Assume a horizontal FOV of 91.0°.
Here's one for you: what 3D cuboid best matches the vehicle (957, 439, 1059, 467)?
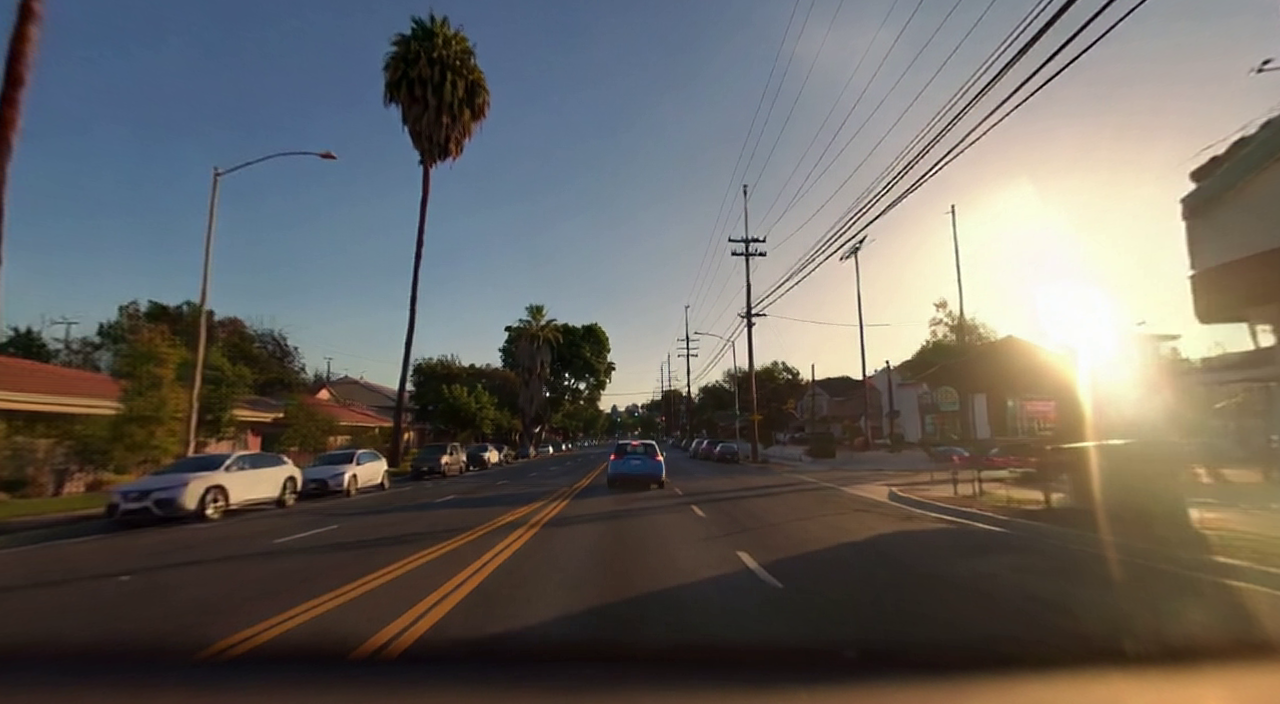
[{"bbox_3d":[20.736,5.711,35.599,4.488,1.470,1.994,0,-9,-2],"label":"vehicle"}]

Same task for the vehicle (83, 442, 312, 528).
[{"bbox_3d":[-10.124,3.026,15.027,2.075,1.693,4.696,0,-9,-1],"label":"vehicle"}]

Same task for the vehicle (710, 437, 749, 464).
[{"bbox_3d":[6.041,6.700,42.884,2.005,1.775,4.324,0,-9,0],"label":"vehicle"}]

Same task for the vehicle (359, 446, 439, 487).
[{"bbox_3d":[-10.075,4.795,26.657,1.812,1.578,4.037,0,-9,0],"label":"vehicle"}]

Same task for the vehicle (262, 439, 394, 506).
[{"bbox_3d":[-10.161,3.894,21.041,1.992,1.744,4.896,-1,-6,-1],"label":"vehicle"}]

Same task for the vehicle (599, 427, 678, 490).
[{"bbox_3d":[-0.121,3.439,20.557,2.264,1.798,4.563,0,-9,-2],"label":"vehicle"}]

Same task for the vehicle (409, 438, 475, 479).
[{"bbox_3d":[-10.041,5.418,32.285,1.958,1.937,4.114,0,-9,1],"label":"vehicle"}]
